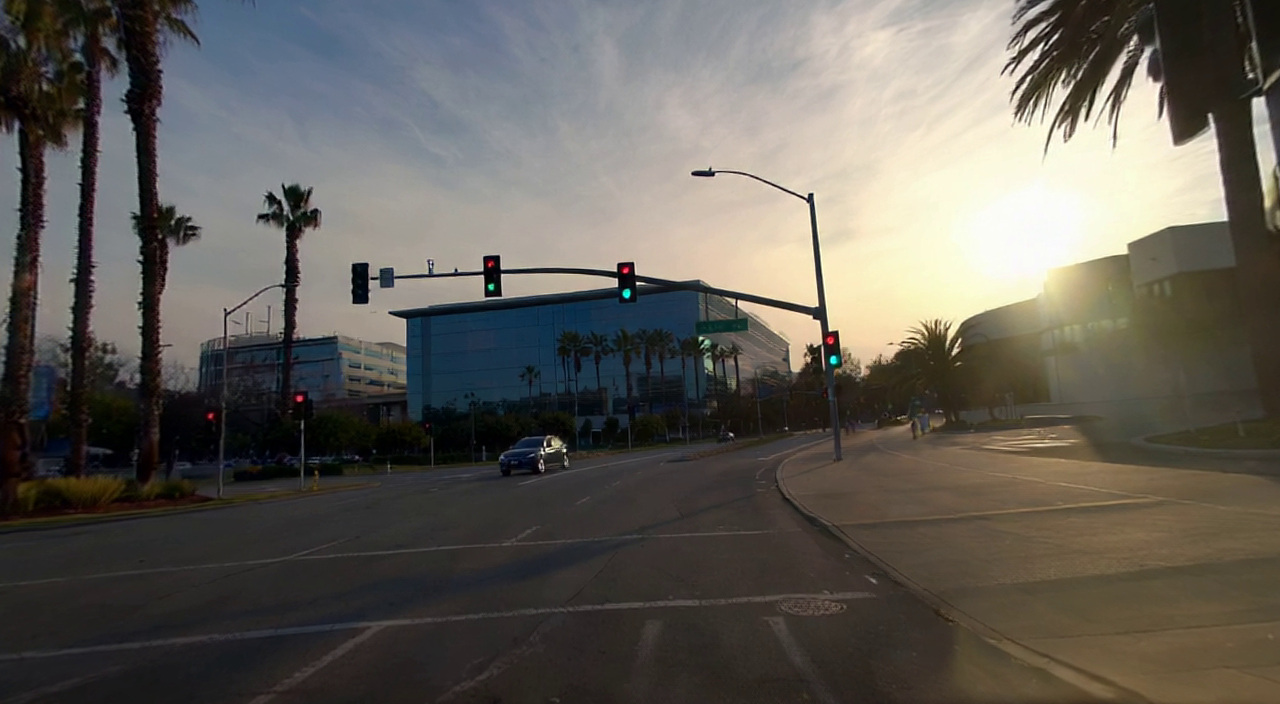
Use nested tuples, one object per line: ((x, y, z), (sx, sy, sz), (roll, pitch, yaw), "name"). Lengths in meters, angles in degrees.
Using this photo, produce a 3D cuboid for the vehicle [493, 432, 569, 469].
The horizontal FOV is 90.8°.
((-5.678, 5.234, 33.636), (2.181, 1.792, 4.648), (-3, -9, 16), "vehicle")
